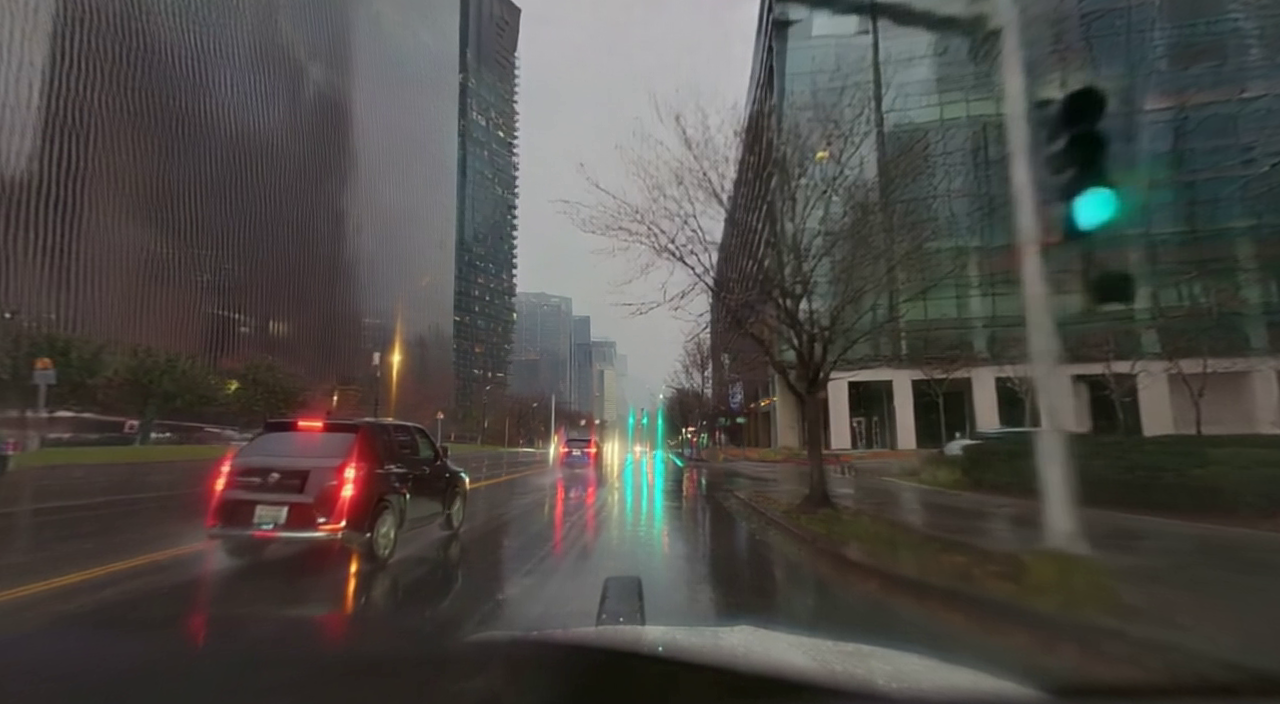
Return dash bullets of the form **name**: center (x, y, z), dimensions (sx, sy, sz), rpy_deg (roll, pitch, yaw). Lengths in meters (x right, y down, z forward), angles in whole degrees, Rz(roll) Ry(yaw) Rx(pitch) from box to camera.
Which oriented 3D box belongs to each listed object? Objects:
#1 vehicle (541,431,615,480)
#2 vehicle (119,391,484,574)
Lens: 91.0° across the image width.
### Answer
- **vehicle**: center (-2.504, 4.446, 27.119), dimensions (2.384, 1.849, 5.009), rpy_deg (0, -9, 3)
- **vehicle**: center (-3.903, 1.624, 8.516), dimensions (2.169, 1.741, 4.588), rpy_deg (0, -9, 3)
